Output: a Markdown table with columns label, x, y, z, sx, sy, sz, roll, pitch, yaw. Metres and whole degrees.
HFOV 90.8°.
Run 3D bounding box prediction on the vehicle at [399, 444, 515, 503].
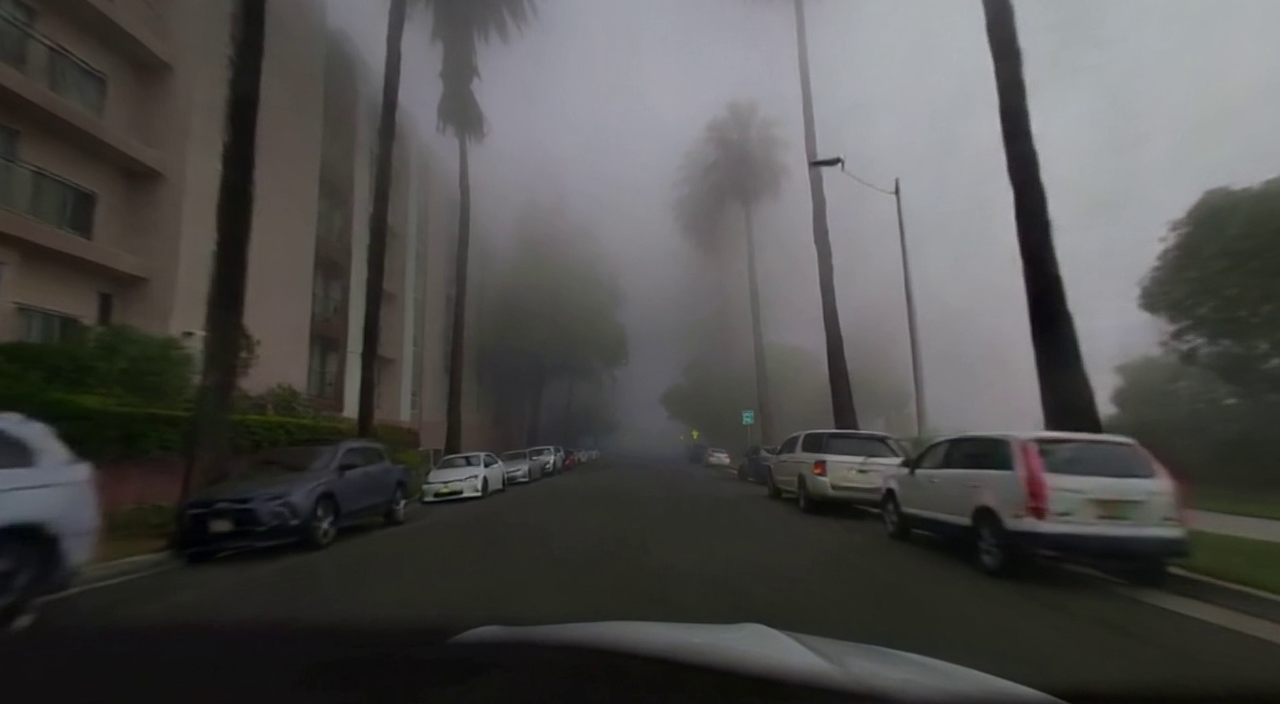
| label | x | y | z | sx | sy | sz | roll | pitch | yaw |
| --- | --- | --- | --- | --- | --- | --- | --- | --- | --- |
| vehicle | -5.290 | 3.557 | 18.976 | 2.031 | 1.505 | 4.540 | 0 | -9 | 1 |

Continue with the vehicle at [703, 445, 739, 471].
| label | x | y | z | sx | sy | sz | roll | pitch | yaw |
| --- | --- | --- | --- | --- | --- | --- | --- | --- | --- |
| vehicle | 5.219 | 6.908 | 41.415 | 1.991 | 1.525 | 5.203 | 0 | -9 | 3 |

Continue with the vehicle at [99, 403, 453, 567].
| label | x | y | z | sx | sy | sz | roll | pitch | yaw |
| --- | --- | --- | --- | --- | --- | --- | --- | --- | --- |
| vehicle | -5.351 | 2.084 | 10.843 | 2.227 | 1.967 | 6.220 | 0 | -9 | 2 |

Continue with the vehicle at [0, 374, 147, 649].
| label | x | y | z | sx | sy | sz | roll | pitch | yaw |
| --- | --- | --- | --- | --- | --- | --- | --- | --- | --- |
| vehicle | -5.466 | 0.951 | 3.303 | 2.087 | 1.896 | 4.554 | 0 | -8 | -1 |

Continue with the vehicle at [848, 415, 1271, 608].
| label | x | y | z | sx | sy | sz | roll | pitch | yaw |
| --- | --- | --- | --- | --- | --- | --- | --- | --- | --- |
| vehicle | 4.630 | 1.815 | 8.231 | 2.220 | 1.738 | 4.800 | 0 | -9 | 1 |
